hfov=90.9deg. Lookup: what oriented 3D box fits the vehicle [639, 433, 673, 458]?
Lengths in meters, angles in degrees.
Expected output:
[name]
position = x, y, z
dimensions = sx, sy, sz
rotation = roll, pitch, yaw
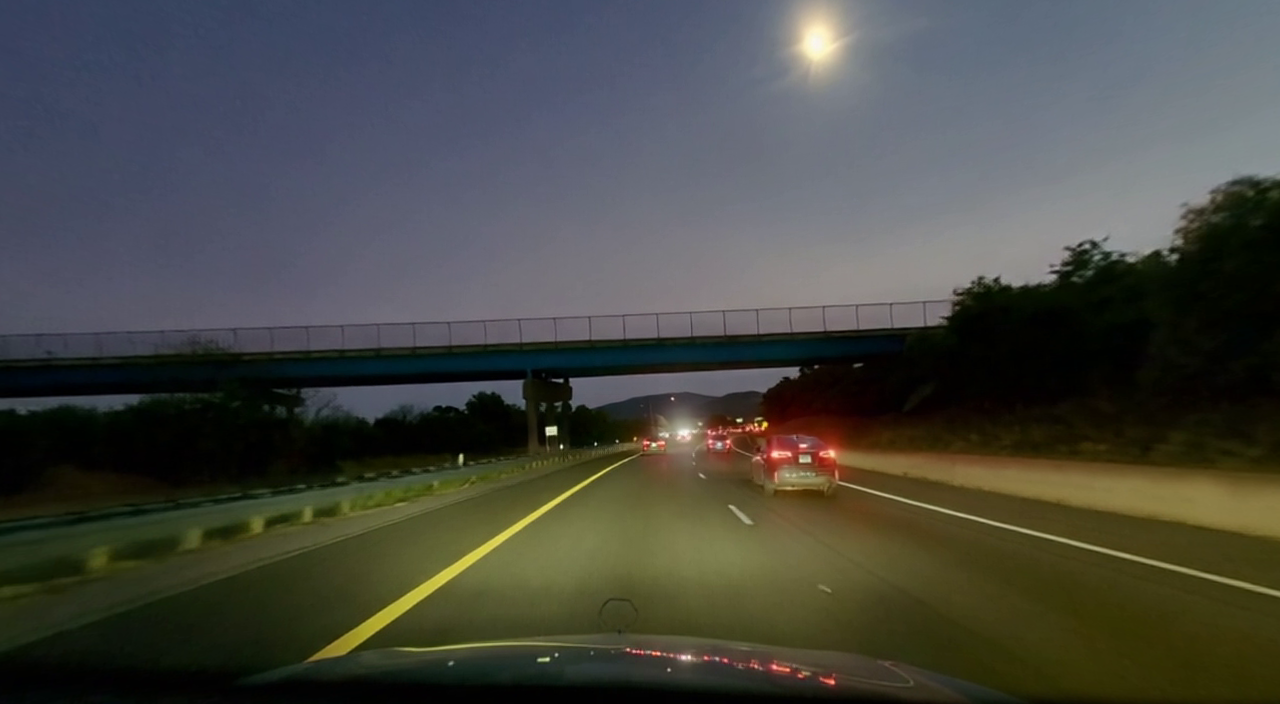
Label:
[vehicle]
position = 1.083, 6.026, 40.693
dimensions = 1.993, 1.461, 3.812
rotation = -1, -8, 4
